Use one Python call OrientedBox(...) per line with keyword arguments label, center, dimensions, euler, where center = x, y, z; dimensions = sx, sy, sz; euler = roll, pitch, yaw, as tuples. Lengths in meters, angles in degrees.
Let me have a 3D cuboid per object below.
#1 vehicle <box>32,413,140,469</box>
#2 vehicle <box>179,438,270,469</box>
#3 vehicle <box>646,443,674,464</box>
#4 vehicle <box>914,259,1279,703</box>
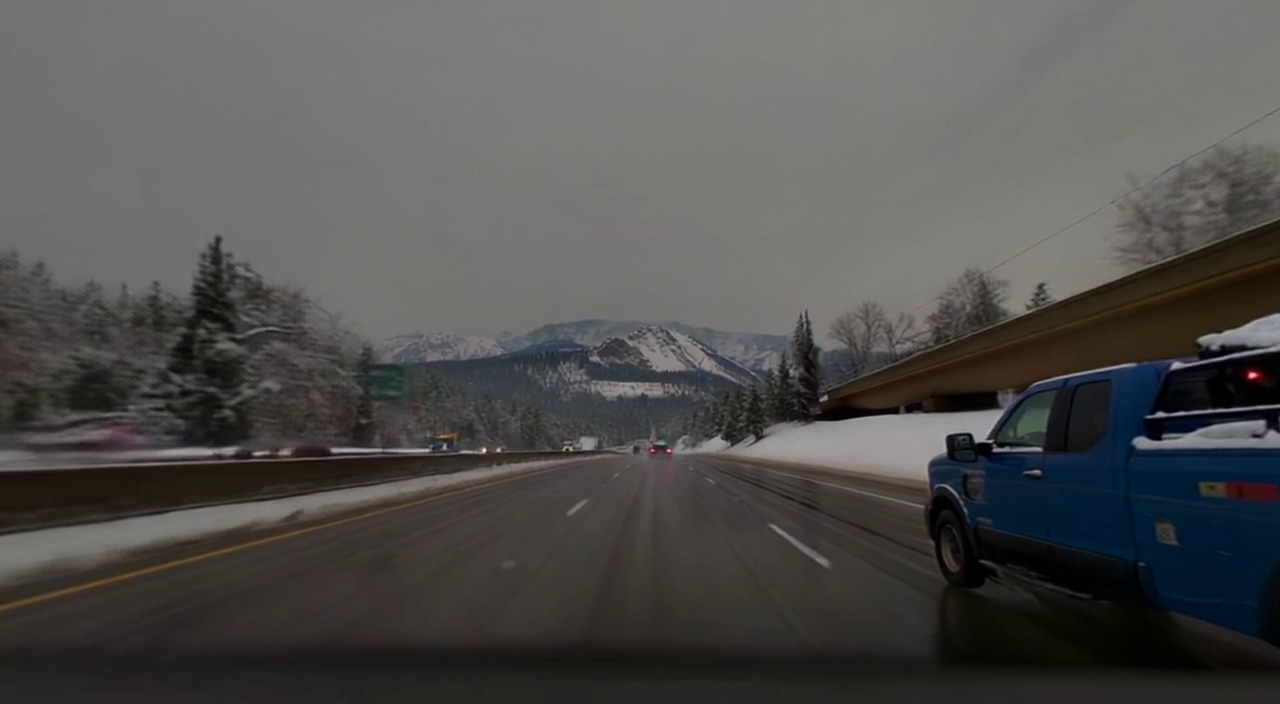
OrientedBox(label="vehicle", center=(-28.492, 4.628, 32.462), dimensions=(2.035, 2.698, 3.636), euler=(0, -9, 2))
OrientedBox(label="vehicle", center=(-24.570, 6.004, 37.408), dimensions=(1.981, 1.713, 4.811), euler=(0, -9, 2))
OrientedBox(label="vehicle", center=(1.466, 7.778, 48.112), dimensions=(2.034, 1.549, 4.147), euler=(0, -9, 0))
OrientedBox(label="vehicle", center=(4.059, 0.774, 3.077), dimensions=(2.538, 2.228, 6.370), euler=(0, -9, 0))
